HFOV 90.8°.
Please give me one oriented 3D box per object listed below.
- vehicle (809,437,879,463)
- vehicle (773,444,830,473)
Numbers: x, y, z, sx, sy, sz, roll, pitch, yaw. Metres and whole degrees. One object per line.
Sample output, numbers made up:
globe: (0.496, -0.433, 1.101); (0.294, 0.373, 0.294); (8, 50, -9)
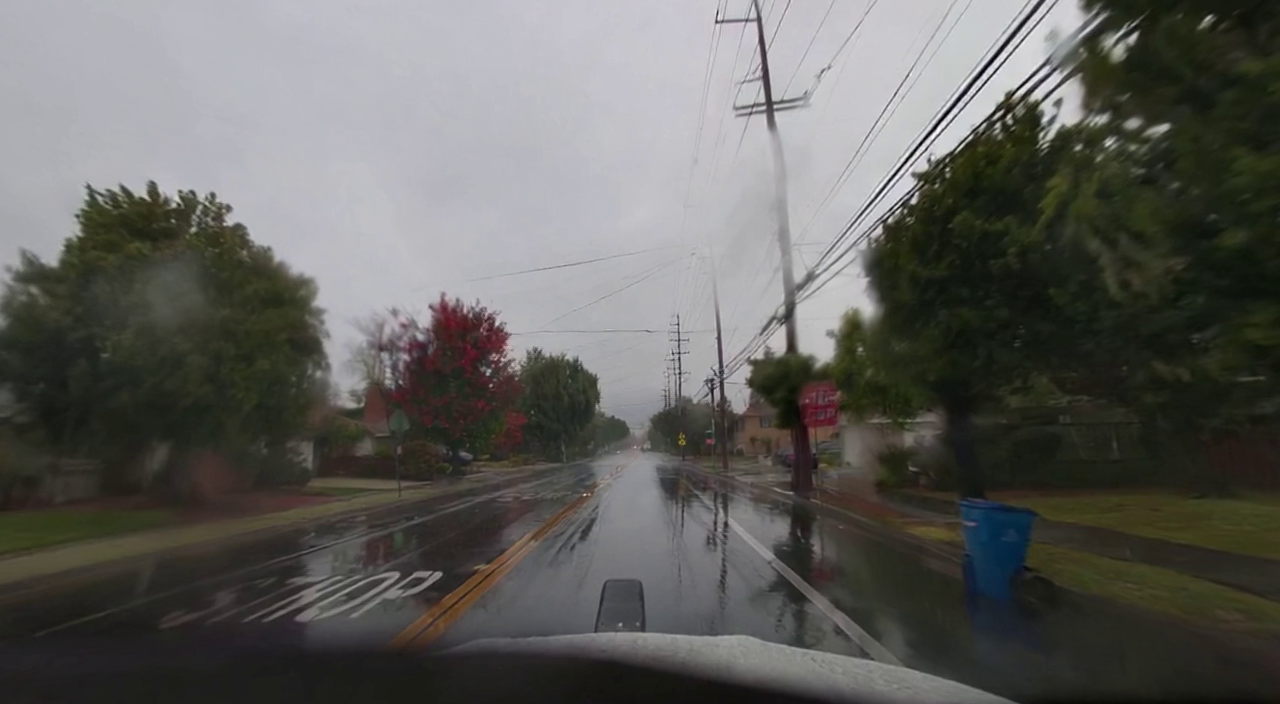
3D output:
vehicle: (14.912, 7.238, 46.389); (4.376, 1.488, 1.962); (-4, -11, 1)
vehicle: (8.903, 5.891, 35.243); (1.811, 1.491, 4.407); (0, -9, -3)
